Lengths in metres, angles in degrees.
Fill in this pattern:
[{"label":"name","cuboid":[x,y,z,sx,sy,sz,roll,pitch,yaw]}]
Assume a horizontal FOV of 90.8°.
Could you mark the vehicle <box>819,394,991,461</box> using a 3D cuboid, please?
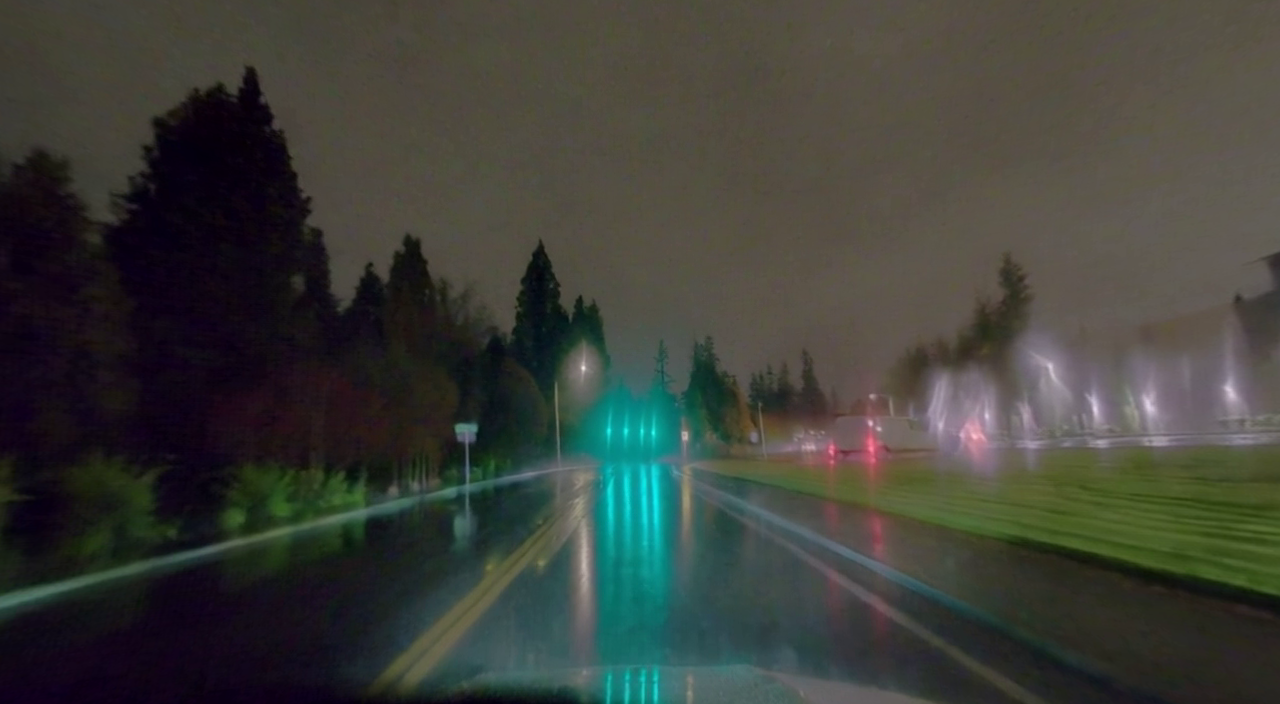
[{"label":"vehicle","cuboid":[18.909,6.165,48.371,3.411,3.967,20.452,-1,-9,-3]}]
